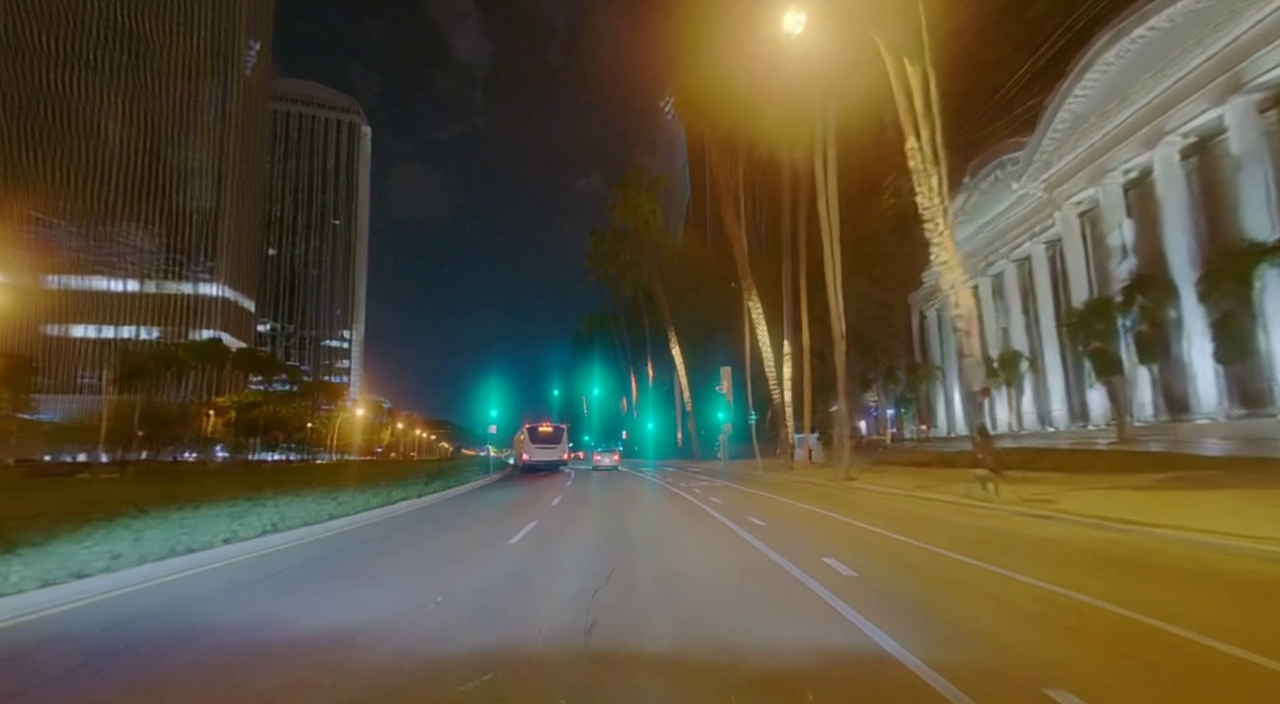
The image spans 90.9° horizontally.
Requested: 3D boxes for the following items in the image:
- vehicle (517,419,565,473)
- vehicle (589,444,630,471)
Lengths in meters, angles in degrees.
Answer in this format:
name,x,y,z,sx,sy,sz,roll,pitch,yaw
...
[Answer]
name,x,y,z,sx,sy,sz,roll,pitch,yaw
vehicle,-6.218,6.043,40.637,2.678,3.042,8.474,1,-8,-7
vehicle,-1.873,6.246,37.571,2.107,1.481,4.097,1,-8,-7
